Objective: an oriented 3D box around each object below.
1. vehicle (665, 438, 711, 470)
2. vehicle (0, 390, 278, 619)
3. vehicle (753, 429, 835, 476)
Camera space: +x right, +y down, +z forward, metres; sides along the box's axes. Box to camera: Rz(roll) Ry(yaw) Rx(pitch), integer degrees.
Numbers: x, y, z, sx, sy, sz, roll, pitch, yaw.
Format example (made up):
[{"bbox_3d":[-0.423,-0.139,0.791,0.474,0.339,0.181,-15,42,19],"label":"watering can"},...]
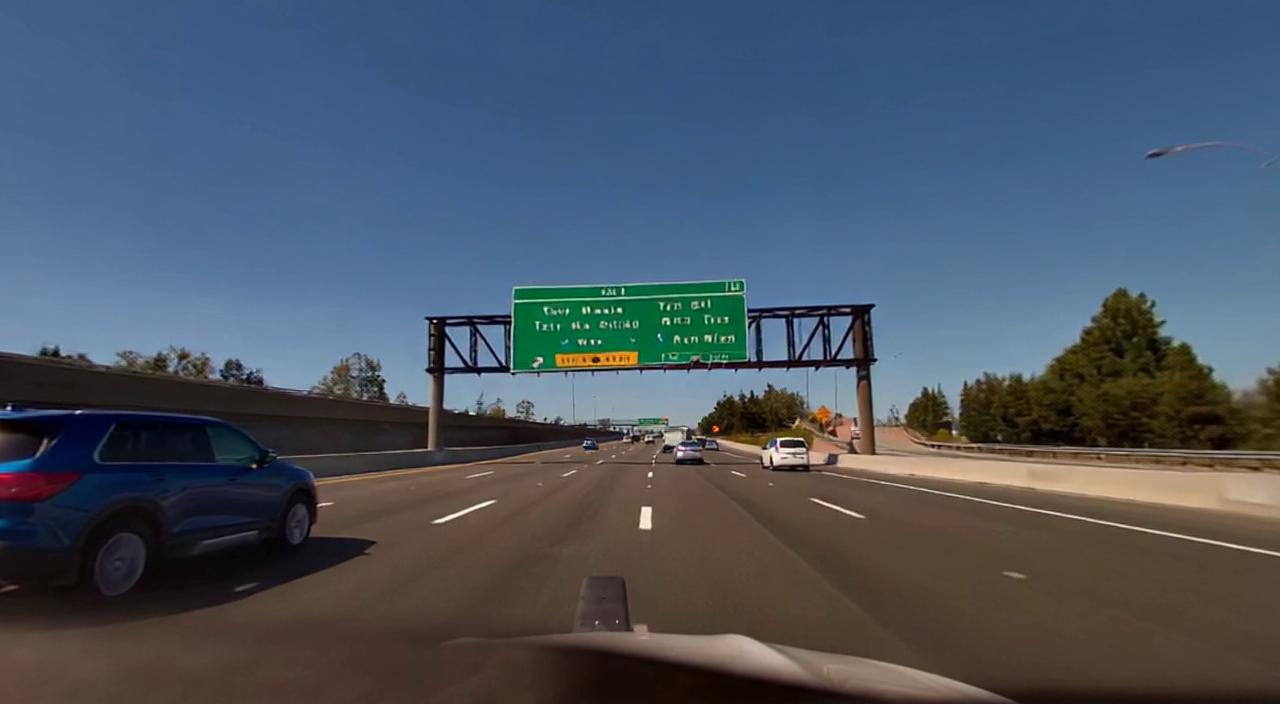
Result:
[{"bbox_3d":[2.400,5.270,33.058,2.108,1.509,5.059,0,-8,1],"label":"vehicle"},{"bbox_3d":[-5.607,1.274,5.756,2.000,1.646,4.201,0,-8,2],"label":"vehicle"},{"bbox_3d":[6.125,4.069,25.790,2.184,1.712,4.856,0,-8,0],"label":"vehicle"}]
